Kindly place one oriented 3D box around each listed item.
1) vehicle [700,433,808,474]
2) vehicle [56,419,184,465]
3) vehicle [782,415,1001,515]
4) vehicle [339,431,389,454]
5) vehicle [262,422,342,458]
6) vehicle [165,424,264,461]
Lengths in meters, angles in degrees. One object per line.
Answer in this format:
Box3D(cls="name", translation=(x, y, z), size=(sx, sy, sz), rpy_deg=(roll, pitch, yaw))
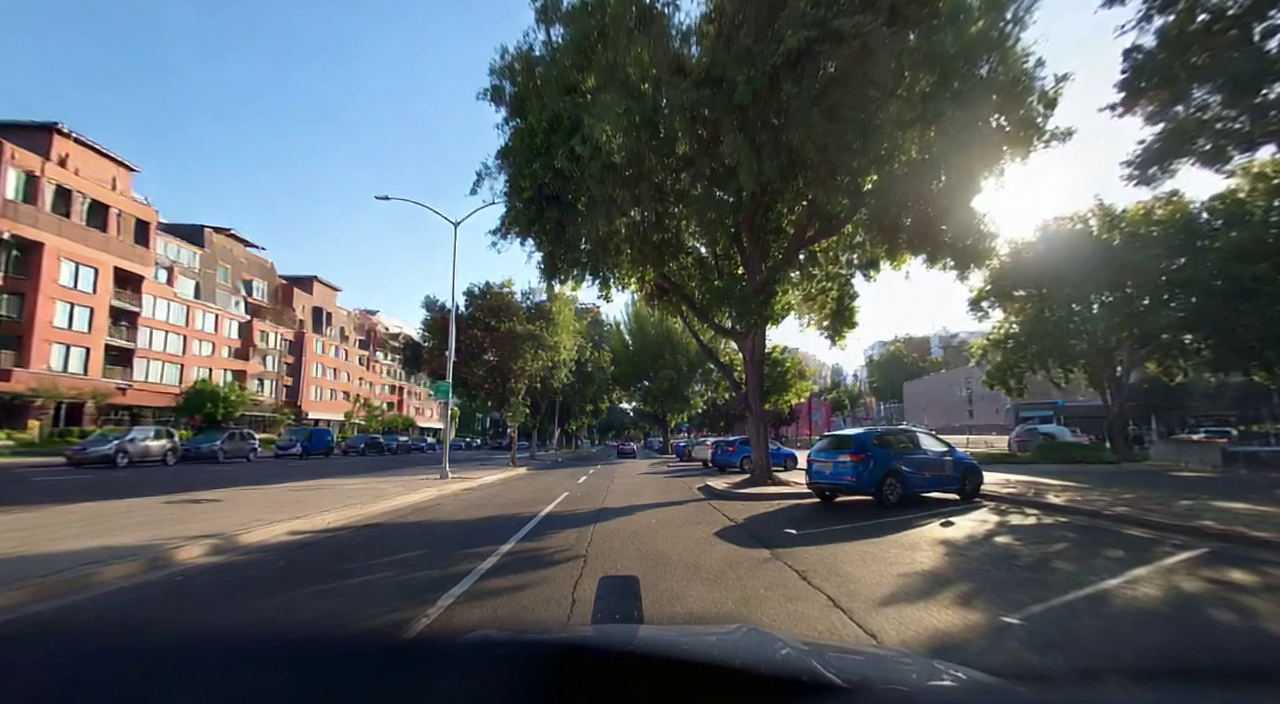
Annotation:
Box3D(cls="vehicle", translation=(4.560, 4.010, 25.093), size=(4.047, 1.497, 1.898), rpy_deg=(5, -10, -35))
Box3D(cls="vehicle", translation=(-19.131, 3.346, 23.355), size=(1.729, 1.566, 3.462), rpy_deg=(-1, -8, 1))
Box3D(cls="vehicle", translation=(4.922, 2.111, 12.236), size=(3.995, 1.604, 1.973), rpy_deg=(5, -10, -34))
Box3D(cls="vehicle", translation=(-19.240, 6.345, 44.076), size=(1.807, 1.501, 4.134), rpy_deg=(0, -8, -4))
Box3D(cls="vehicle", translation=(-19.201, 5.021, 36.023), size=(1.972, 1.839, 4.553), rpy_deg=(3, -8, 0))
Box3D(cls="vehicle", translation=(-19.185, 4.113, 28.601), size=(1.822, 1.506, 3.809), rpy_deg=(-1, -8, 0))
